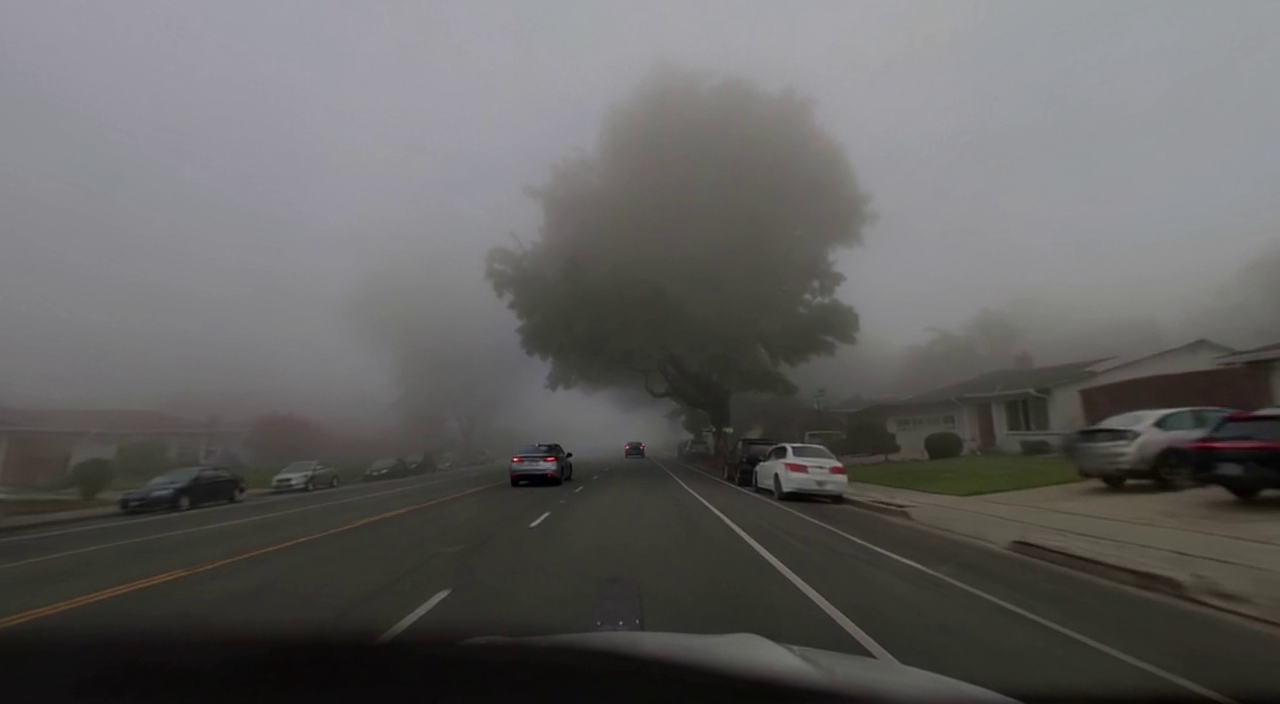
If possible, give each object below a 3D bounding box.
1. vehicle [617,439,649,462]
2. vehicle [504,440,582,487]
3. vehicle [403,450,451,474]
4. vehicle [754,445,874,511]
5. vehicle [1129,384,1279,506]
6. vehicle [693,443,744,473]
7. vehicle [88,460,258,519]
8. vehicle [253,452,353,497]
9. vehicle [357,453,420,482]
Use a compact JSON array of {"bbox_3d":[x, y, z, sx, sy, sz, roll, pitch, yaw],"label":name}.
[{"bbox_3d":[-0.455,6.763,43.352,2.088,1.495,4.048,0,-9,0],"label":"vehicle"},{"bbox_3d":[-3.319,3.908,22.515,2.027,1.477,4.413,0,-9,1],"label":"vehicle"},{"bbox_3d":[-14.593,7.523,43.563,1.830,1.511,4.734,0,-9,-2],"label":"vehicle"},{"bbox_3d":[4.288,3.152,16.361,1.890,1.459,4.371,0,-9,1],"label":"vehicle"},{"bbox_3d":[10.875,1.450,9.963,4.543,1.706,2.082,0,-9,-1],"label":"vehicle"},{"bbox_3d":[4.177,5.727,34.411,1.928,1.479,5.069,0,-9,-2],"label":"vehicle"},{"bbox_3d":[-14.605,4.287,20.199,1.898,1.530,4.675,0,-9,-1],"label":"vehicle"},{"bbox_3d":[-14.693,5.320,27.868,1.914,1.747,4.550,0,-9,0],"label":"vehicle"},{"bbox_3d":[-14.654,6.732,37.136,1.827,1.480,4.738,0,-9,-1],"label":"vehicle"}]
